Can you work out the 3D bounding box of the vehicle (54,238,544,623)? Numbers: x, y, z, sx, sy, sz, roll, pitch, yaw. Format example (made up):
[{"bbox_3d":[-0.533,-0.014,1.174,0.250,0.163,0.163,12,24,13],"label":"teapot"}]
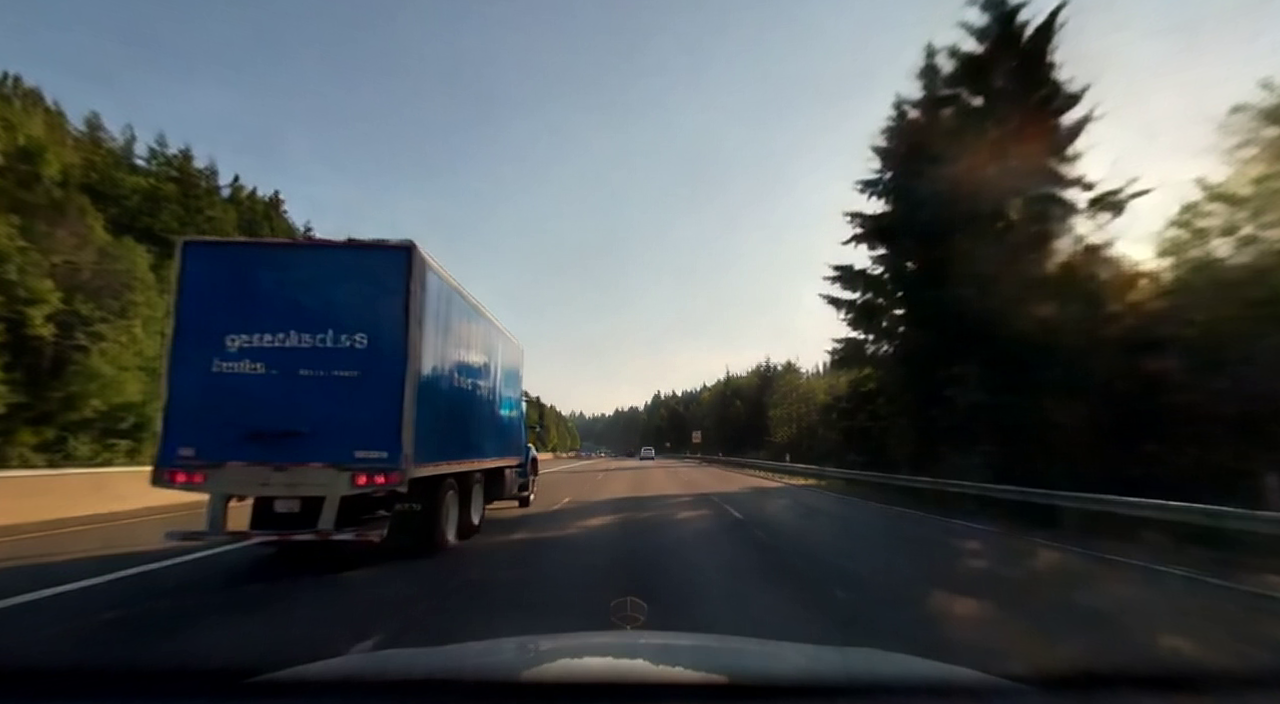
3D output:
[{"bbox_3d":[-3.251,1.094,8.607,2.695,3.151,6.885,0,-9,1],"label":"vehicle"}]
